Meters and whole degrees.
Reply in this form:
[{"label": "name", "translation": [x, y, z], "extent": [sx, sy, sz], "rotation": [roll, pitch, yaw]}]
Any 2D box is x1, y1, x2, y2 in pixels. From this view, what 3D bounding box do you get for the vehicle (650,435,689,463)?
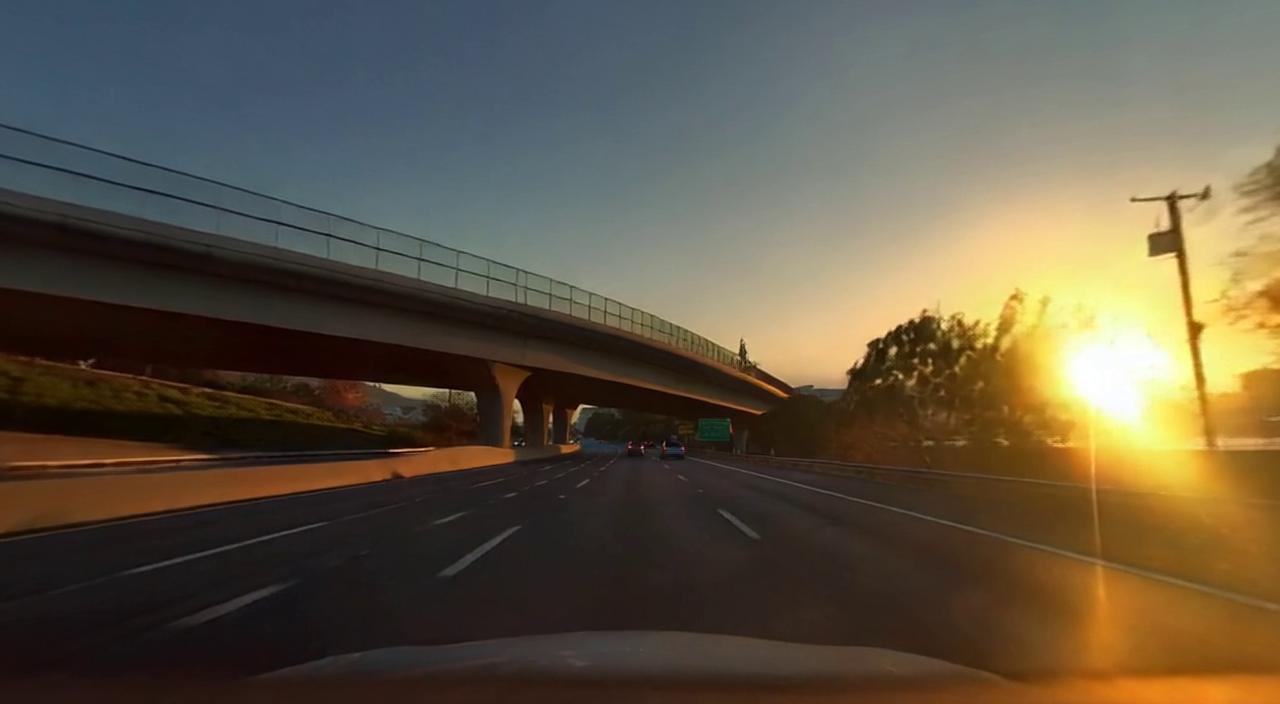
[{"label": "vehicle", "translation": [2.147, 7.313, 47.657], "extent": [2.431, 1.916, 4.808], "rotation": [0, -8, -3]}]
